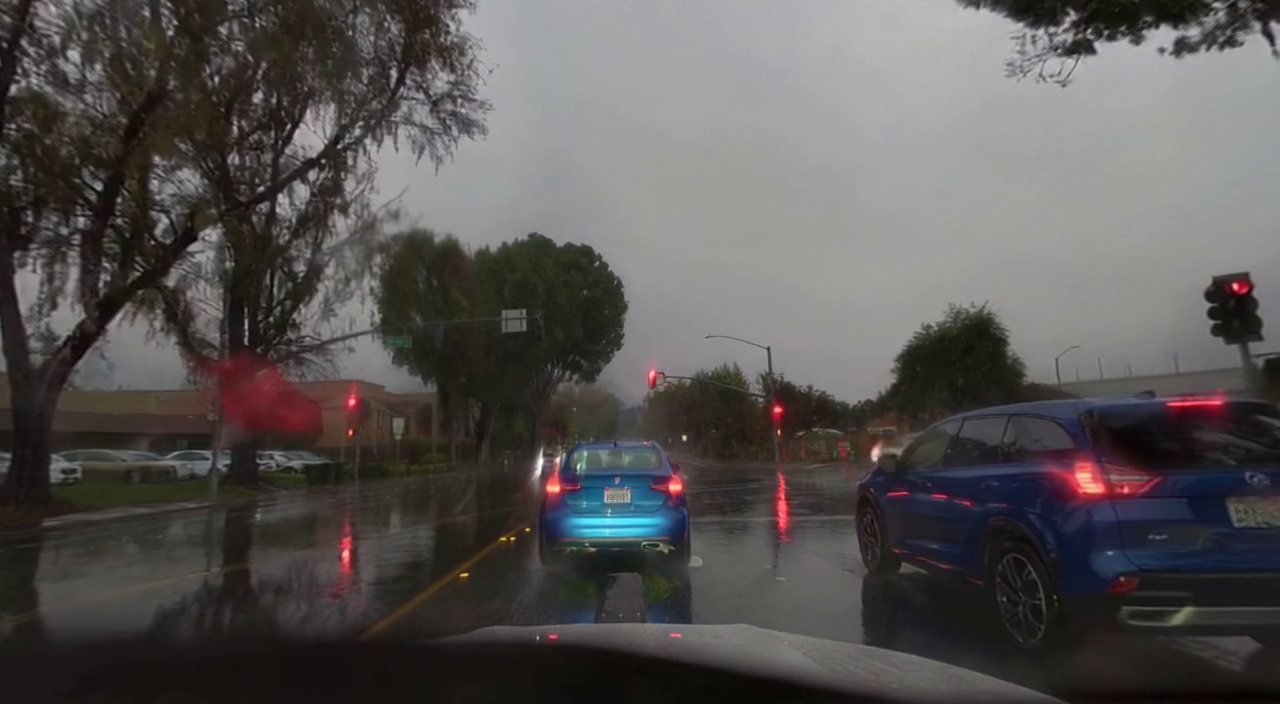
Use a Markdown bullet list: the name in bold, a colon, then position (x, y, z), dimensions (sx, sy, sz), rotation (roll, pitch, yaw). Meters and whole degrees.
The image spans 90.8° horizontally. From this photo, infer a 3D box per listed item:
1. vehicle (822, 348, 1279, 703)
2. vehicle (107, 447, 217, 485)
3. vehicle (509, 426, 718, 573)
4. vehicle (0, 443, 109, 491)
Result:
- **vehicle**: position (3.189, 1.178, 5.201), dimensions (2.046, 1.768, 4.370), rotation (0, -9, 0)
- **vehicle**: position (-28.602, 6.784, 38.062), dimensions (4.943, 2.110, 2.217), rotation (5, -10, -32)
- **vehicle**: position (-0.321, 1.895, 9.010), dimensions (2.177, 1.512, 4.682), rotation (0, -9, -1)
- **vehicle**: position (-28.480, 5.336, 29.521), dimensions (5.119, 2.119, 2.199), rotation (5, -10, -31)
